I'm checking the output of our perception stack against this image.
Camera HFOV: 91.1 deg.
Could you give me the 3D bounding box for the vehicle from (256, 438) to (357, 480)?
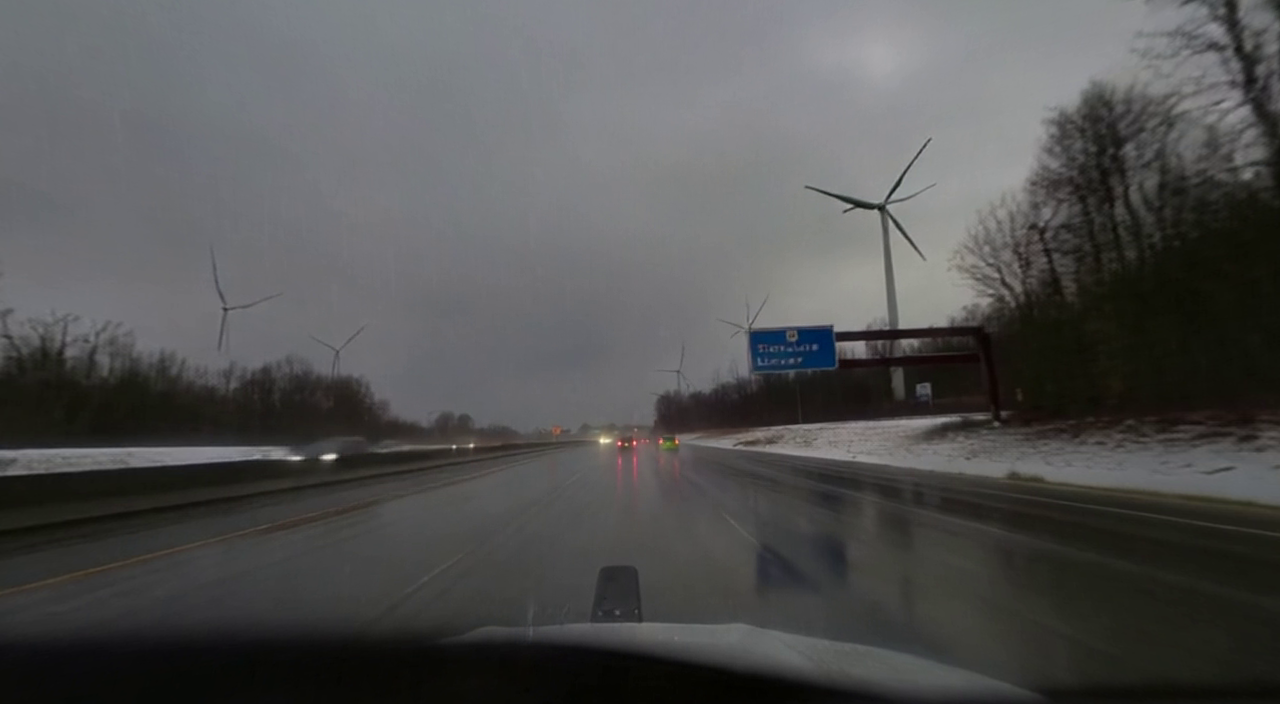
[{"bbox_3d":[-12.754,4.096,24.343,1.858,1.472,3.822,0,-8,-1],"label":"vehicle"}]
